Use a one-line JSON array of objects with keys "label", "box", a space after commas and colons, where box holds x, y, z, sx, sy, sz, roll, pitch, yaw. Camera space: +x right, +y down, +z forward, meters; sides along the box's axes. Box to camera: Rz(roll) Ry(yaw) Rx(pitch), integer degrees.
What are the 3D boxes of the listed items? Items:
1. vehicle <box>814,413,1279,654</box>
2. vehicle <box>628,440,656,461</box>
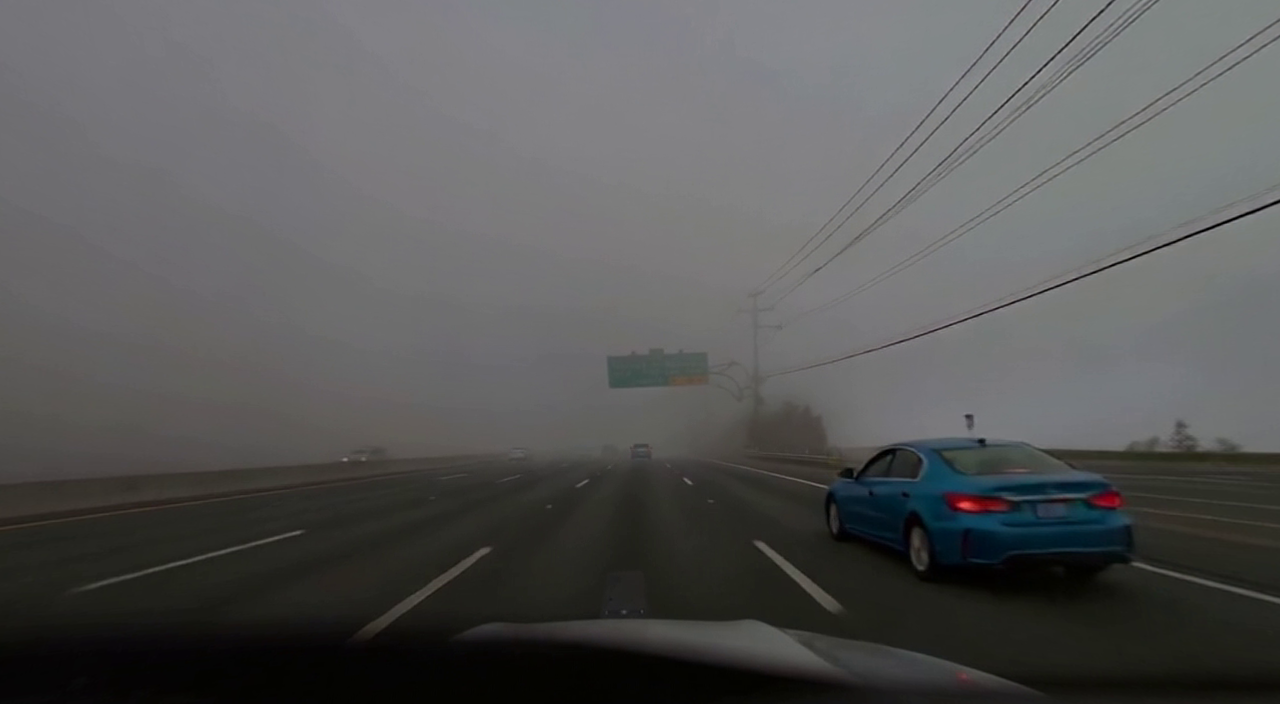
[{"label": "vehicle", "box": [3.421, 1.486, 6.309, 2.060, 1.526, 4.387, 0, -8, 0]}, {"label": "vehicle", "box": [0.122, 7.422, 47.555, 2.036, 1.474, 3.969, 0, -8, 0]}]
